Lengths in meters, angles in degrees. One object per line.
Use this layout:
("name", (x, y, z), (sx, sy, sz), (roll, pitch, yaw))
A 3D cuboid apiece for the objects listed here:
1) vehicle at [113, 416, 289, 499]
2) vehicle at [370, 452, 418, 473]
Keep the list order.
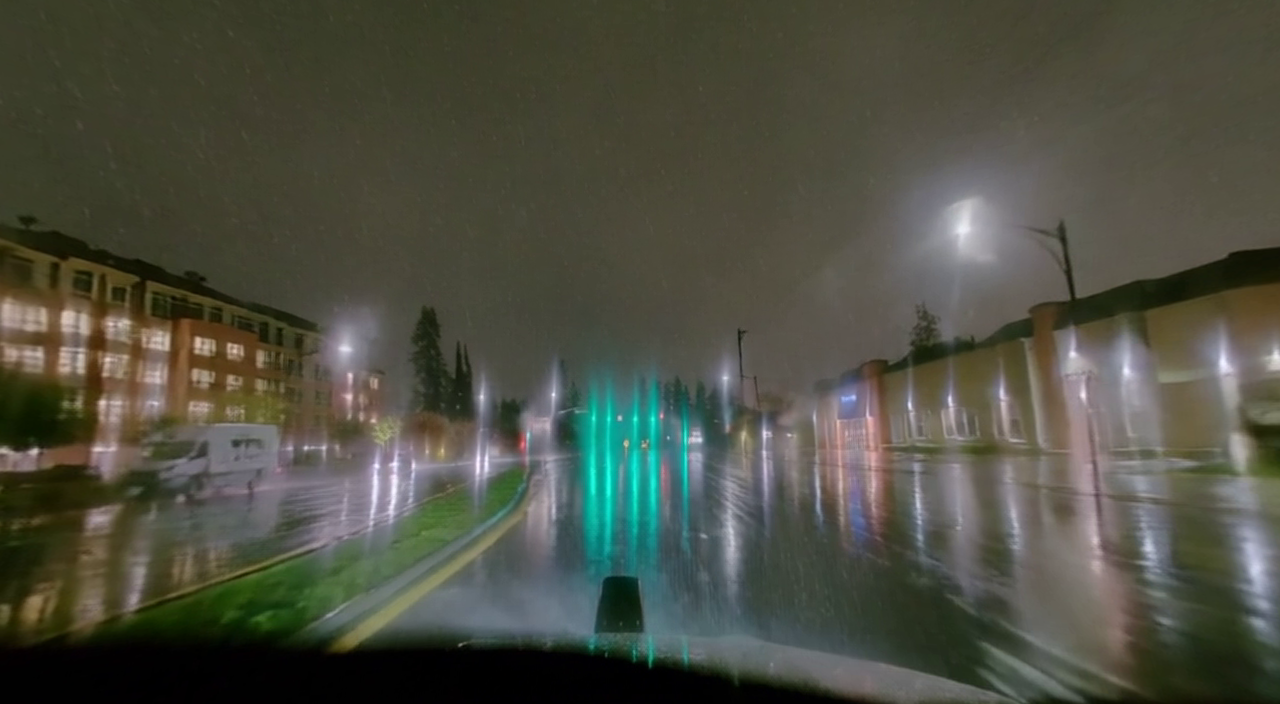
("vehicle", (-19.322, 4.684, 28.473), (2.834, 3.225, 6.752), (-1, -8, 2))
("vehicle", (-19.249, 8.654, 49.680), (1.925, 1.485, 4.821), (0, -9, -1))
